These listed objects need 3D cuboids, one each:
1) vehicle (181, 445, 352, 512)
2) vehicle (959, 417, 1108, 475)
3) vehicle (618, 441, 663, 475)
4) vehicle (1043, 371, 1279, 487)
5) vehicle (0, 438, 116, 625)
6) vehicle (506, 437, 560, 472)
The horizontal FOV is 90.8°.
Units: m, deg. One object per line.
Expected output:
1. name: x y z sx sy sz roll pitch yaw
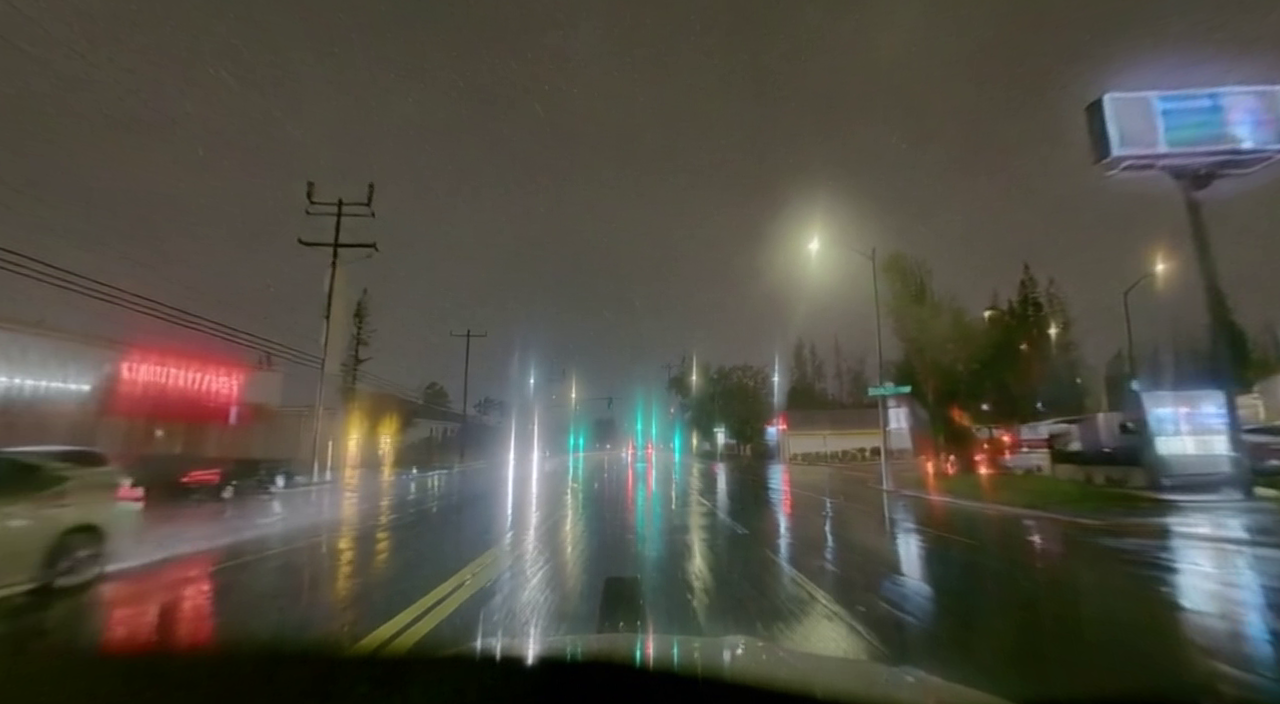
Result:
1. vehicle: -9.689 3.273 16.859 2.073 1.533 4.020 0 -8 0
2. vehicle: 14.340 3.503 23.574 2.092 1.881 5.629 -1 -8 2
3. vehicle: 0.033 5.228 31.434 2.067 1.547 4.513 0 -8 0
4. vehicle: 14.039 2.139 17.031 2.449 2.564 5.877 0 -8 1
5. vehicle: -6.049 1.260 3.880 1.923 1.472 4.342 0 -8 0
6. vehicle: -6.506 6.295 39.068 2.338 1.934 5.605 0 -8 0
